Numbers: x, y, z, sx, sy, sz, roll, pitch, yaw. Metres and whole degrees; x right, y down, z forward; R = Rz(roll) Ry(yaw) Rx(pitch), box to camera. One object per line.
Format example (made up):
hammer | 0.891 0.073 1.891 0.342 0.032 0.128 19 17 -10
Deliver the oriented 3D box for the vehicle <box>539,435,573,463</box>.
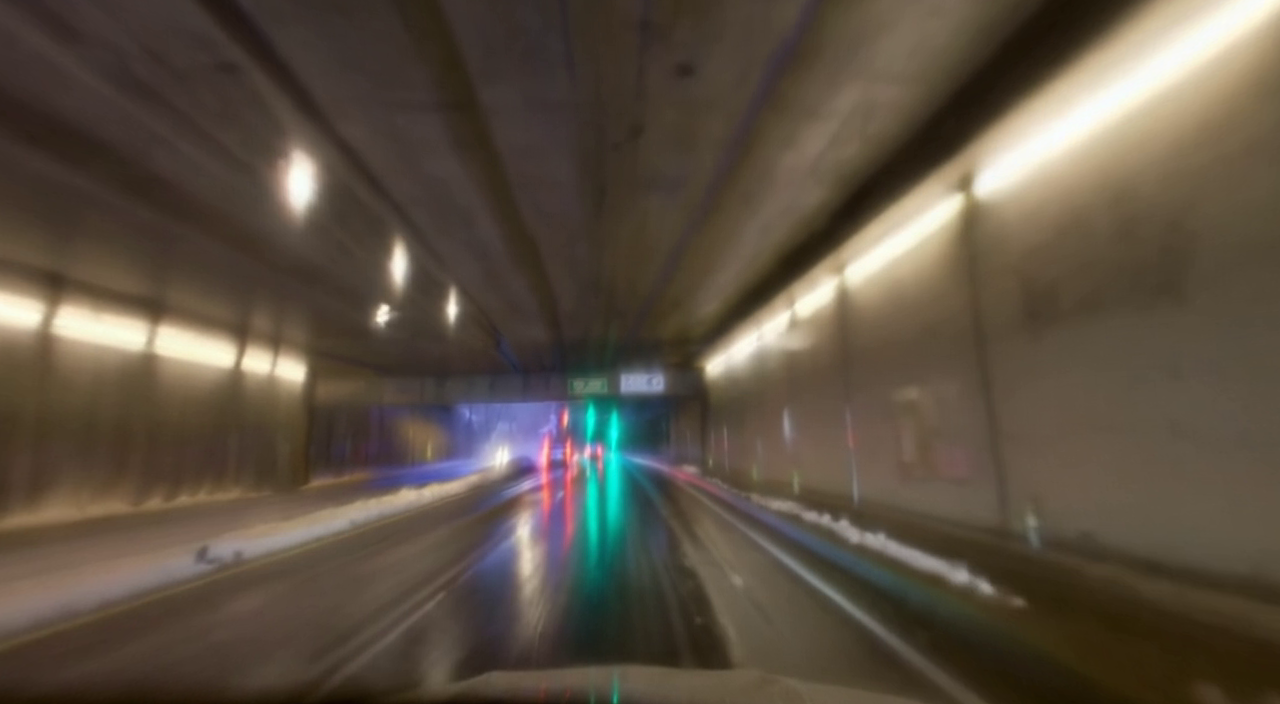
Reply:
vehicle | -5.548 6.460 42.149 1.961 1.725 4.315 0 -8 -3
